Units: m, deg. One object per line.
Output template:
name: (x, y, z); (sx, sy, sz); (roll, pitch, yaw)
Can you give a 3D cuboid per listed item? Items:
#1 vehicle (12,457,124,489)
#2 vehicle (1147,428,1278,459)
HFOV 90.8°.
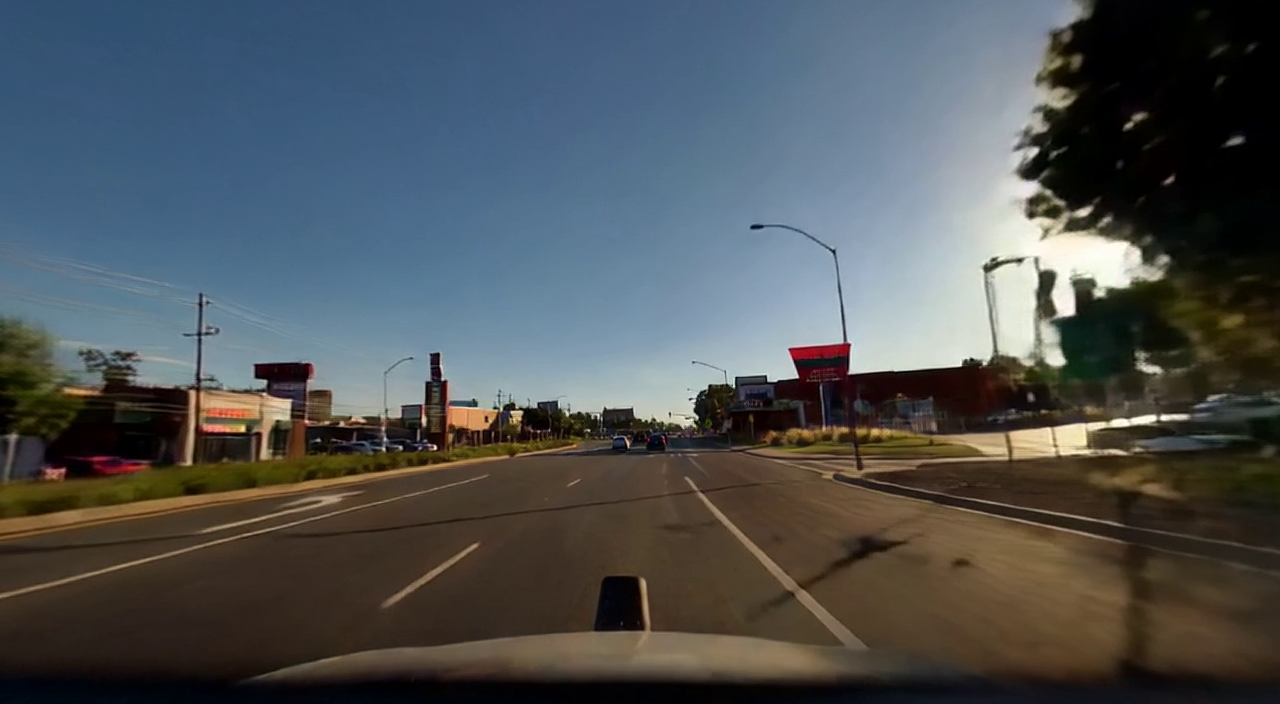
vehicle: (-33.615, 7.136, 37.229); (4.743, 1.760, 2.046); (-1, -9, 4)
vehicle: (27.597, 4.463, 30.571); (4.225, 1.404, 1.994); (-1, -9, 5)
